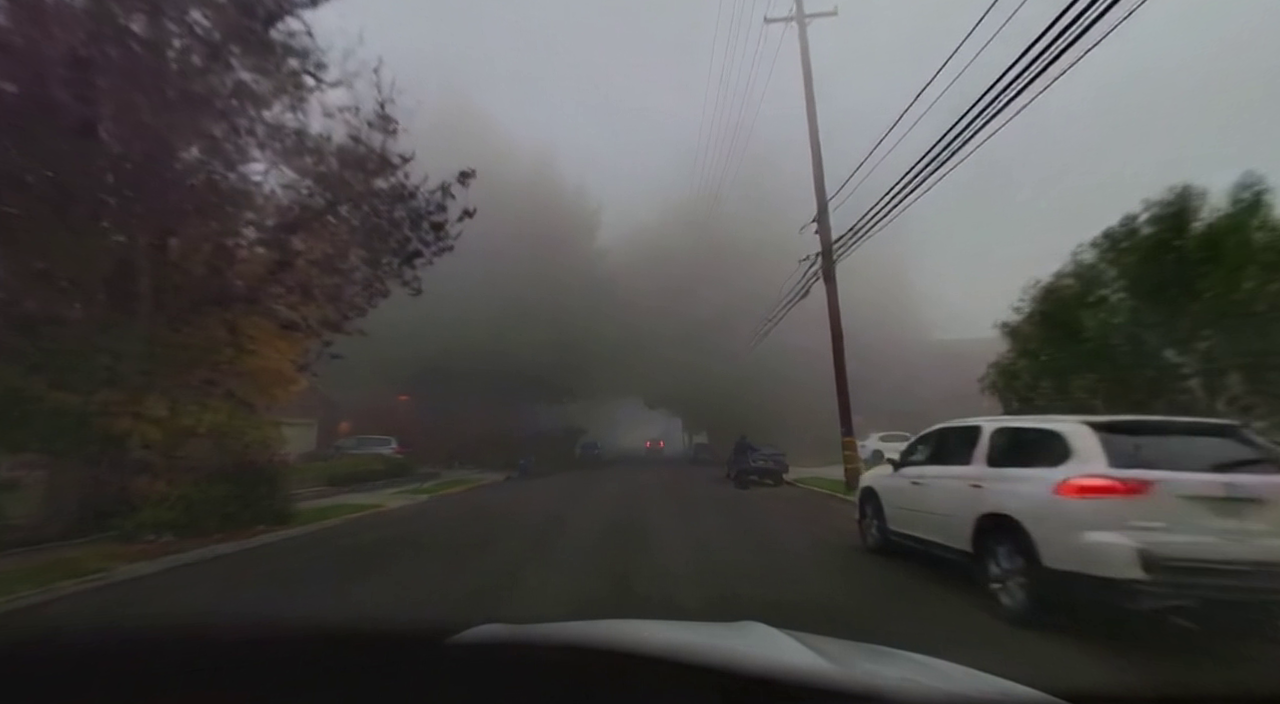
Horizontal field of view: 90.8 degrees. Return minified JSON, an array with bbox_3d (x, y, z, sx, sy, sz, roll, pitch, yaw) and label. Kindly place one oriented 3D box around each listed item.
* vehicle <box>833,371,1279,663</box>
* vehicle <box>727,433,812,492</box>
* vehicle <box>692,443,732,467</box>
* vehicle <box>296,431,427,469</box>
[{"bbox_3d":[3.894,1.400,6.522,2.280,1.820,5.001,0,-8,1],"label":"vehicle"},{"bbox_3d":[4.267,3.720,21.656,2.066,1.753,4.877,-1,-8,2],"label":"vehicle"},{"bbox_3d":[4.581,6.632,40.775,2.031,1.471,4.328,0,-8,-1],"label":"vehicle"},{"bbox_3d":[-12.259,4.346,28.069,4.792,1.521,2.077,1,-8,1],"label":"vehicle"}]
